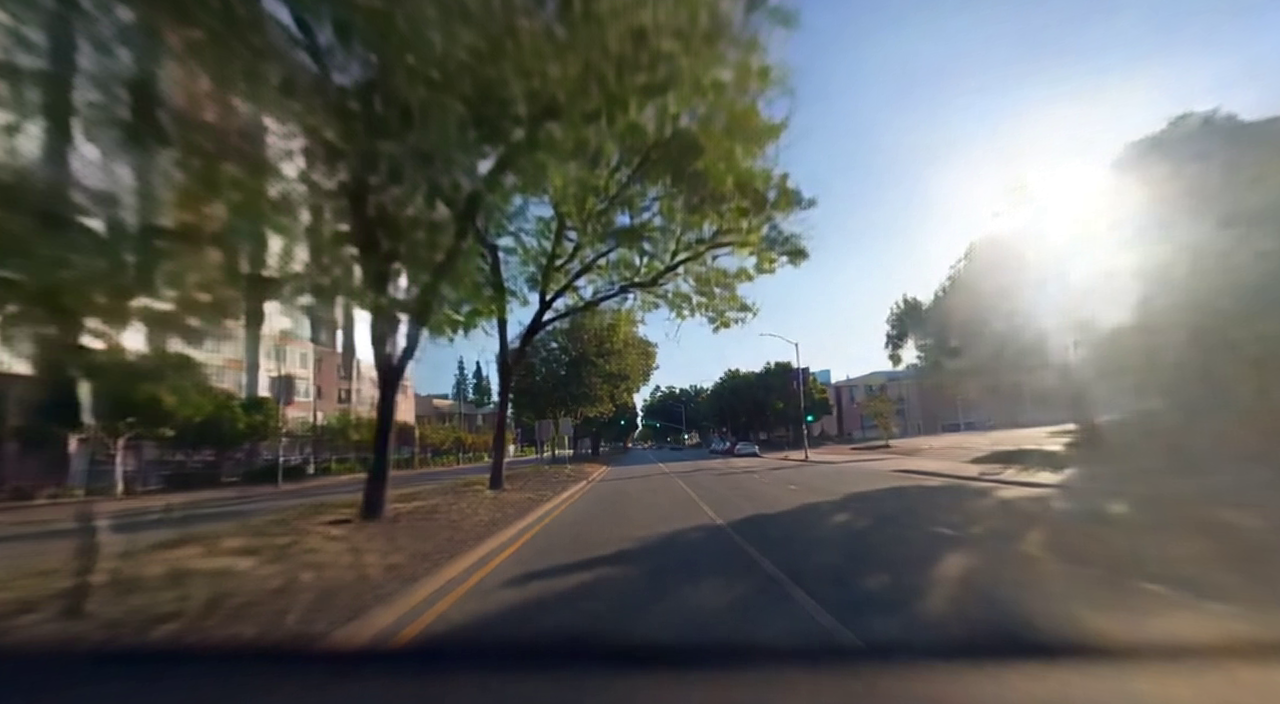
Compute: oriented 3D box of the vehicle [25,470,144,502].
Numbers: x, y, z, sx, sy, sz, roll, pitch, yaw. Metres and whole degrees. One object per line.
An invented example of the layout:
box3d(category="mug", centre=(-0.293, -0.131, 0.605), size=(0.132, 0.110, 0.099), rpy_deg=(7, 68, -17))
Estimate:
box3d(category="vehicle", centre=(-32.359, 7.802, 37.046), size=(1.807, 1.568, 4.997), rpy_deg=(-3, -9, 12))
